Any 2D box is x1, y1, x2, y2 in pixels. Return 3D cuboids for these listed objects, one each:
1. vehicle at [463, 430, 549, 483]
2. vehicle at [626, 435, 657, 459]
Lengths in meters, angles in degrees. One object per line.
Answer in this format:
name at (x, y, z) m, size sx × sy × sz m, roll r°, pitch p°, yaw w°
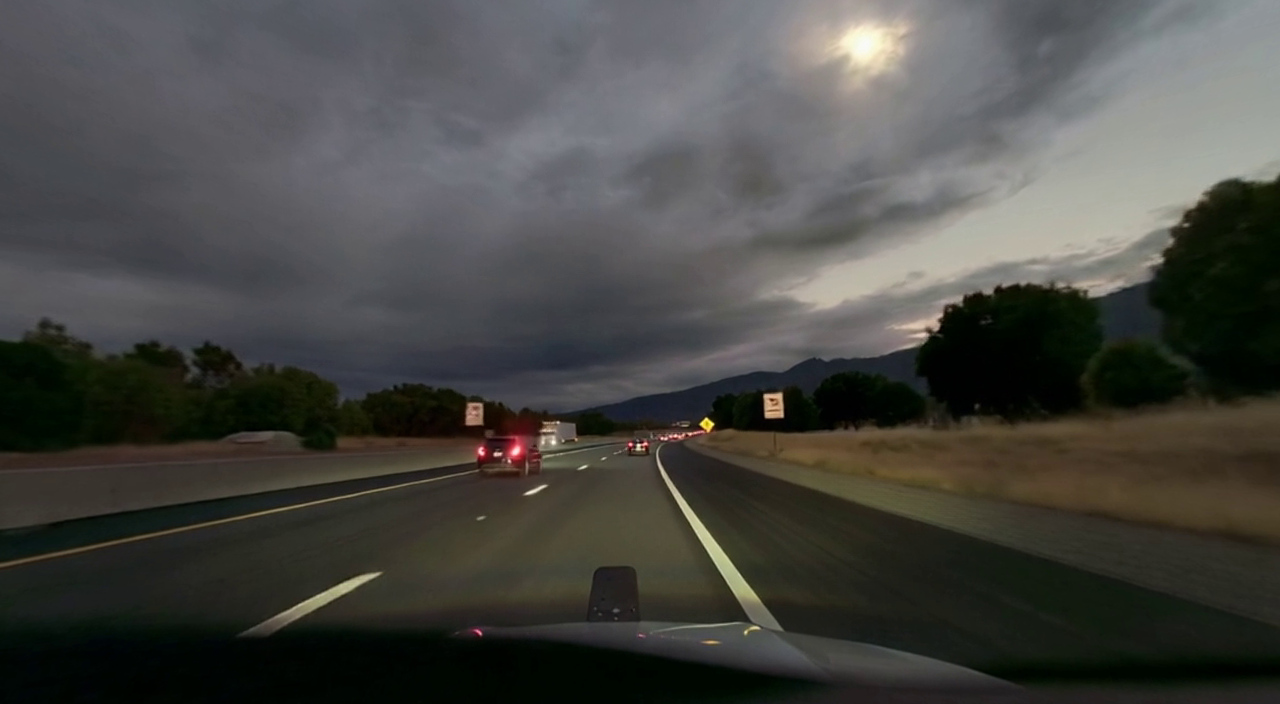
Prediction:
vehicle at (-4.646, 3.695, 22.504) m, size 2.075 × 1.653 × 4.317 m, roll -1°, pitch -8°, yaw 1°
vehicle at (0.073, 6.819, 45.268) m, size 2.146 × 1.636 × 4.026 m, roll 0°, pitch -8°, yaw 0°
